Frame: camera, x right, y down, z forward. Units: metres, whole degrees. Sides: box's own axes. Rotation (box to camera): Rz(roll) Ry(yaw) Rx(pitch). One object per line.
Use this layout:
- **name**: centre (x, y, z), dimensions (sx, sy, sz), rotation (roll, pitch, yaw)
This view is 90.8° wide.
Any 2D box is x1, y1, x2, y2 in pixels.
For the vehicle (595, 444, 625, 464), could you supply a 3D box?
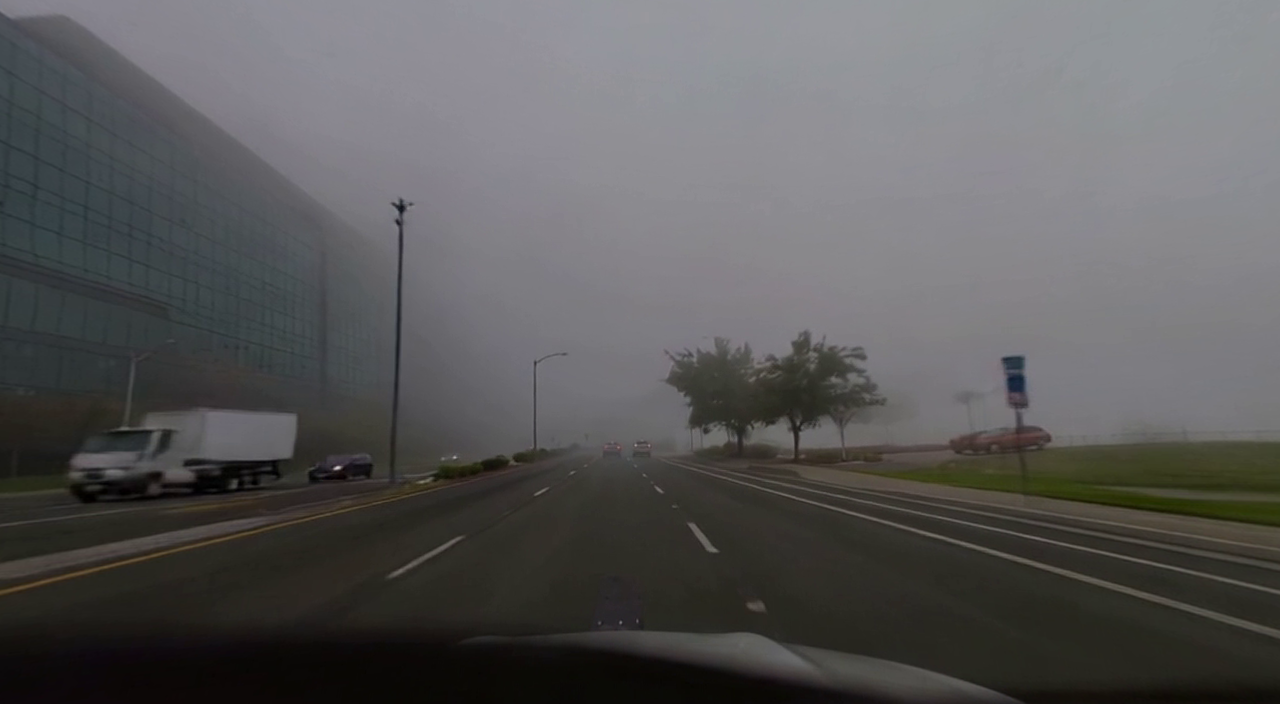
- **vehicle**: centre (-2.250, 7.525, 46.782), dimensions (2.080, 1.445, 4.096), rotation (0, -8, -3)

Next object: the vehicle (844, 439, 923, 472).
- **vehicle**: centre (12.407, 5.293, 32.496), dimensions (2.024, 1.575, 4.498), rotation (0, -8, -4)

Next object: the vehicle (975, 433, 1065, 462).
- **vehicle**: centre (24.771, 6.239, 41.279), dimensions (4.463, 1.786, 2.110), rotation (0, -8, -1)

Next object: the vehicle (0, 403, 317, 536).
- **vehicle**: centre (-9.074, 2.279, 12.604), dimensions (2.631, 1.990, 5.787), rotation (0, -10, -5)
